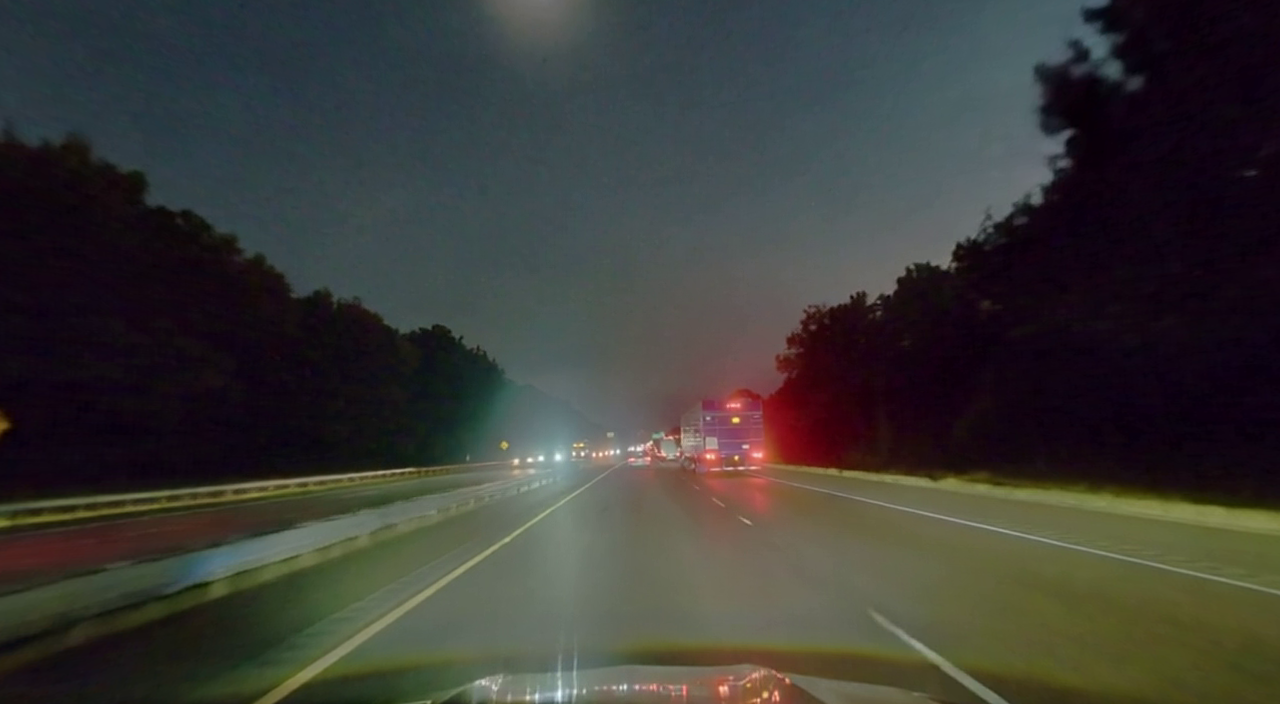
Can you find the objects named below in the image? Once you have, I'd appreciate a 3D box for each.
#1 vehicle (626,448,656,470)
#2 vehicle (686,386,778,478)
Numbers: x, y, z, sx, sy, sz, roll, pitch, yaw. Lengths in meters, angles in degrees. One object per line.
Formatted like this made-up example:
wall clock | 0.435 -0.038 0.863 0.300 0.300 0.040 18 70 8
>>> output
vehicle | 0.052 7.265 42.892 1.926 1.386 3.615 0 -9 0
vehicle | 4.662 4.707 35.662 2.939 4.129 14.300 0 -9 0
